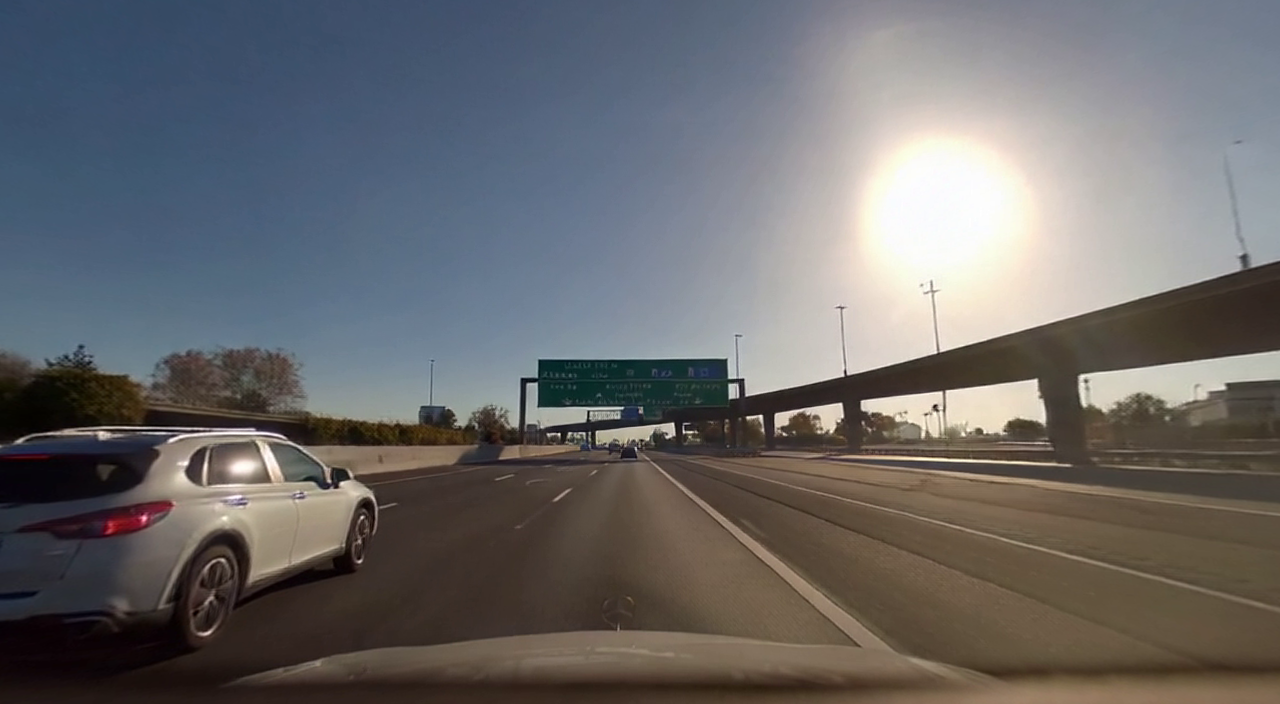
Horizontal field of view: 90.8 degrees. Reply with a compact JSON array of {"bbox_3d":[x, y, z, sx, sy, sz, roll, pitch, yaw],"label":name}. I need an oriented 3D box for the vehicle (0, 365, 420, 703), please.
[{"bbox_3d":[-3.561,1.218,4.894,2.178,1.699,4.321,0,-8,-1],"label":"vehicle"}]
